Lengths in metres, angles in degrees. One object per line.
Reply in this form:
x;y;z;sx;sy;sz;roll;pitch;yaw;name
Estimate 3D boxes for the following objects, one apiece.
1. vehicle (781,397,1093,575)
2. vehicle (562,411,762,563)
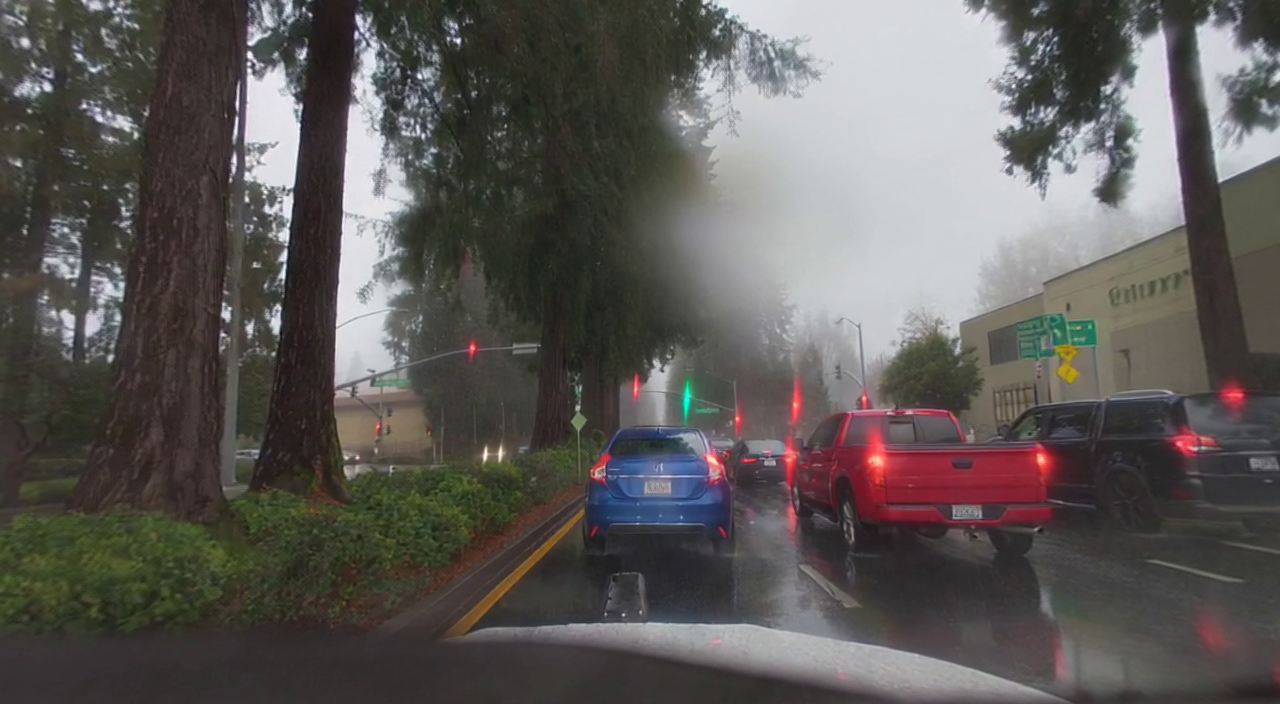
3.387;1.630;8.370;2.099;1.725;4.290;0;-8;1;vehicle
0.245;1.774;8.967;2.168;1.641;4.039;0;-8;0;vehicle
